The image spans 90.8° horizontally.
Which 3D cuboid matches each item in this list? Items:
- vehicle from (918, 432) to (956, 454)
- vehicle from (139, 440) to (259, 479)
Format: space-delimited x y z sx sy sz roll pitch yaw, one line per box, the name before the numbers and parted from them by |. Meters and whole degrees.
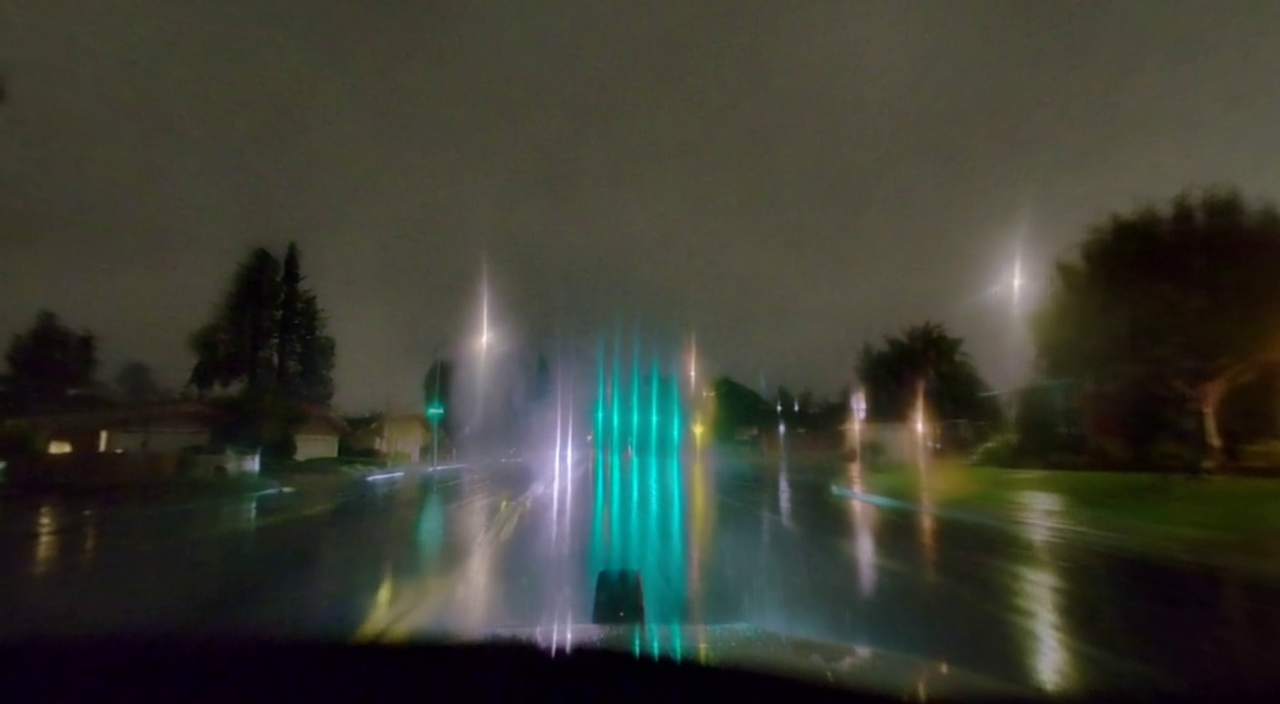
vehicle | 23.167 7.114 49.421 2.000 1.594 4.976 -4 -9 18
vehicle | -21.133 5.152 30.427 4.050 1.755 2.243 1 -8 -2
